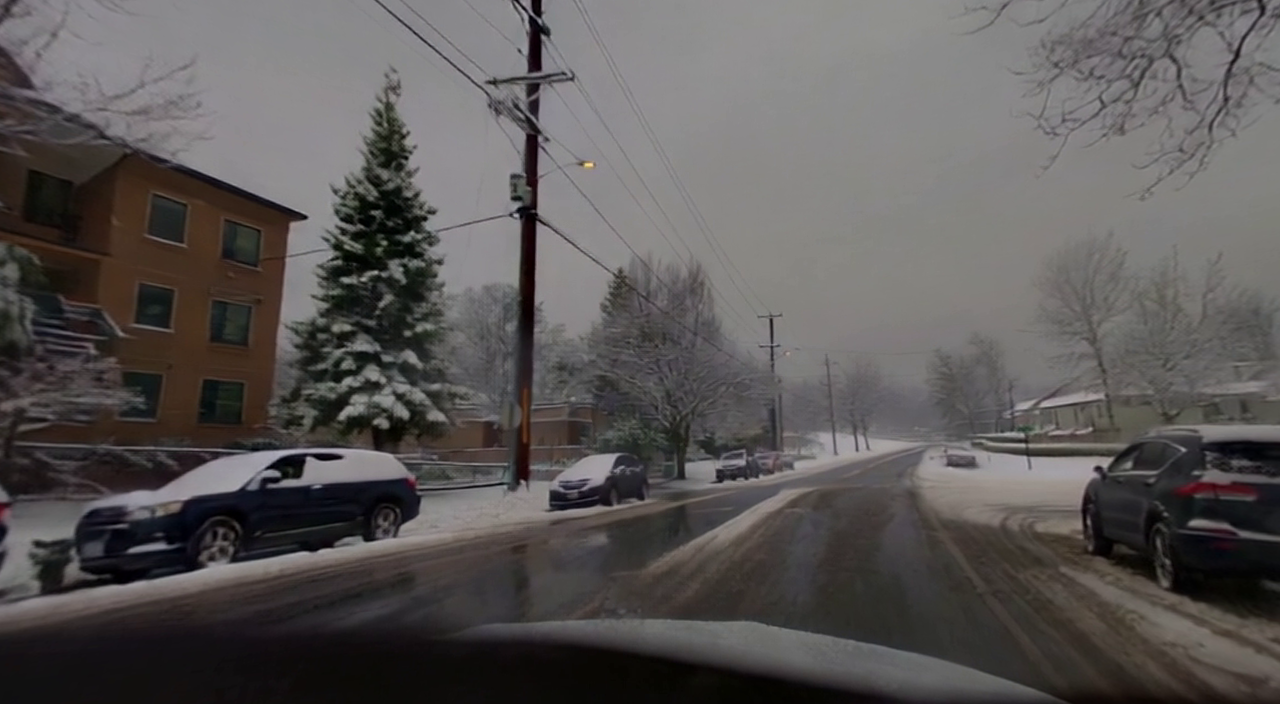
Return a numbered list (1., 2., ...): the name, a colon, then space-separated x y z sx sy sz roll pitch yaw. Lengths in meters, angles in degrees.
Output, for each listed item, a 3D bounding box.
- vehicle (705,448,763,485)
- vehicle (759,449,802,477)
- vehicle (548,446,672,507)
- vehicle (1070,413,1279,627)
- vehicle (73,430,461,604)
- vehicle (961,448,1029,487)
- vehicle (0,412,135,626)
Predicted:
1. vehicle: 5.157 6.126 34.153 2.011 1.801 4.676 -3 -9 22
2. vehicle: 10.247 8.062 45.736 1.953 1.699 4.234 -10 -15 23
3. vehicle: -0.817 4.038 20.287 2.017 1.582 4.664 -9 -14 23
4. vehicle: 6.592 1.599 6.841 2.180 1.677 4.432 -3 -9 21
5. vehicle: -4.985 2.235 9.351 2.068 1.745 4.579 -11 -12 19
6. vehicle: 15.437 4.999 27.675 1.964 1.515 4.055 -3 -9 21
7. vehicle: -7.081 1.412 4.502 1.973 1.848 5.100 -12 -13 19
